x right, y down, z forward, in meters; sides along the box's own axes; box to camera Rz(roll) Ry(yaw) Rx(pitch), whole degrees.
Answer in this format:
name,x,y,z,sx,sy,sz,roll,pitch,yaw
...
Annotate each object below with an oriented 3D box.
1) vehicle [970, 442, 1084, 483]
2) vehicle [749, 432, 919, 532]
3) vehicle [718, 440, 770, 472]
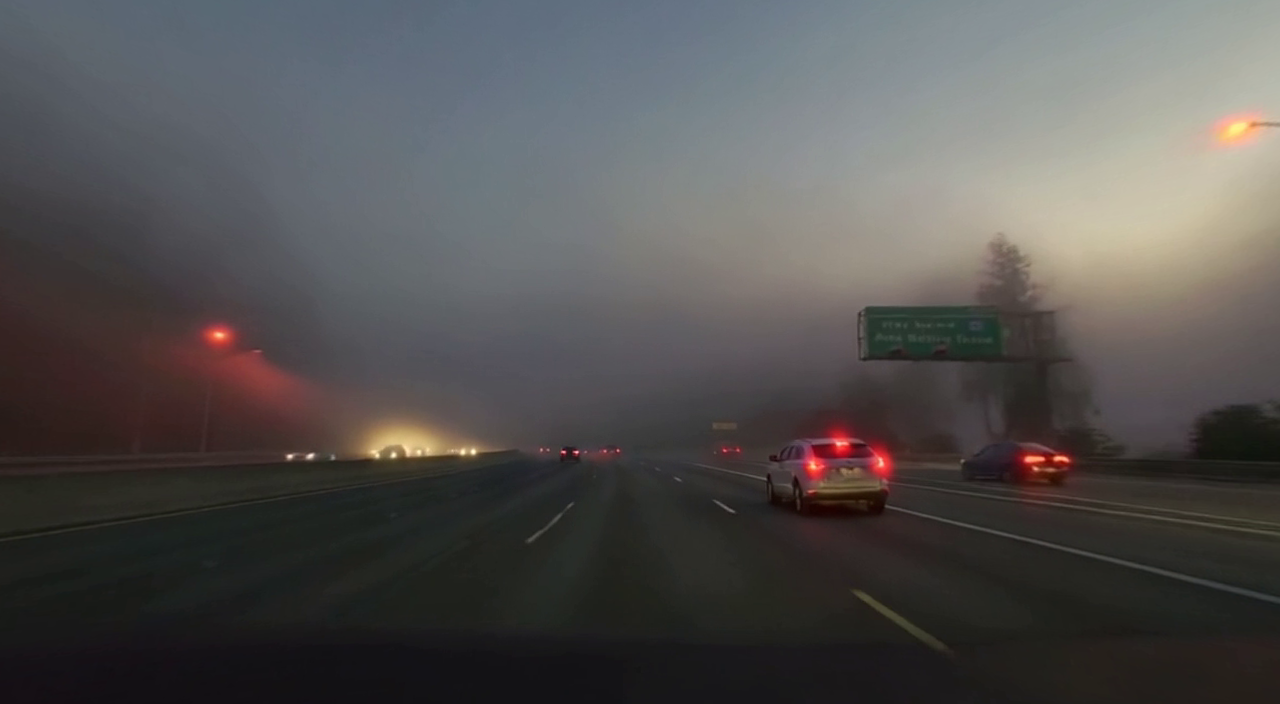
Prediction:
name,x,y,z,sx,sy,sz,roll,pitch,yaw
vehicle,15.454,4.423,25.491,1.878,1.486,4.636,-1,-9,4
vehicle,3.411,2.360,11.942,1.975,1.562,3.823,0,-9,0
vehicle,6.224,6.287,38.378,2.167,1.793,4.683,0,-9,-3
